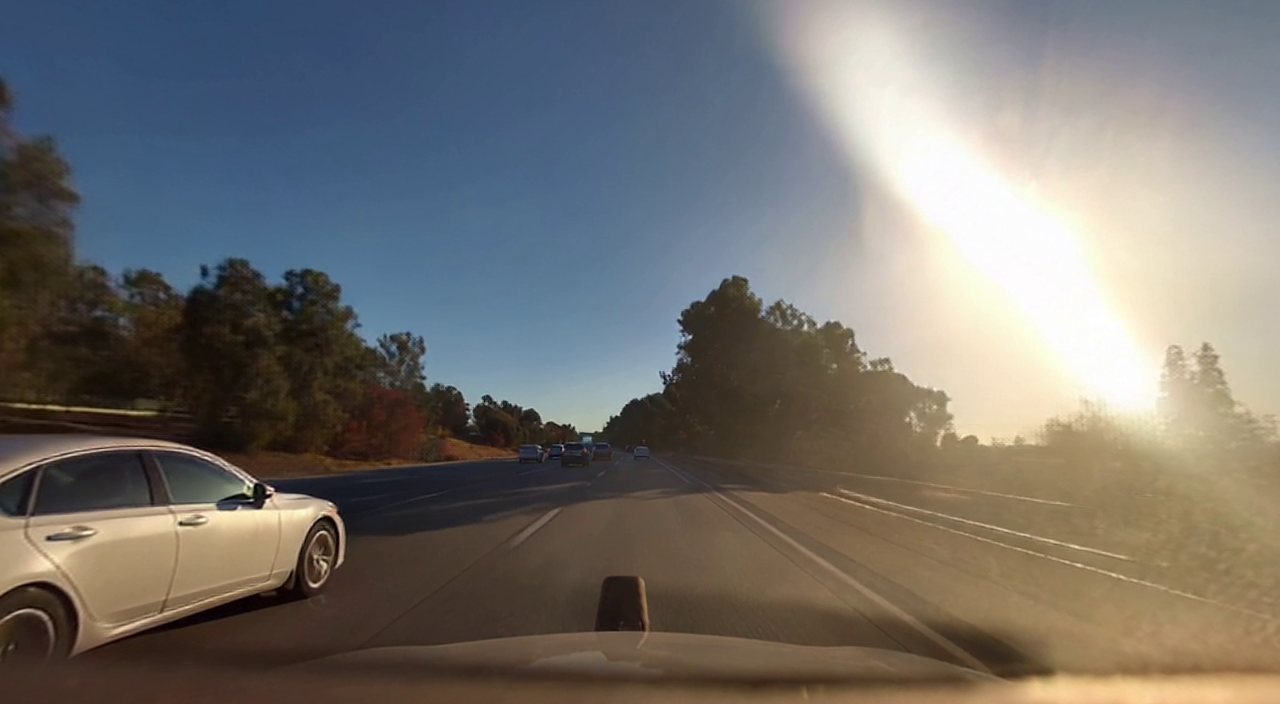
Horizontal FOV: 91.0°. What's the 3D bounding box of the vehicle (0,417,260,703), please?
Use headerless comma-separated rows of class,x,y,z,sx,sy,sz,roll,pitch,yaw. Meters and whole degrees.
vehicle,-3.986,1.012,2.649,1.965,1.485,4.460,0,-9,0

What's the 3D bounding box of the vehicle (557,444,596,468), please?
vehicle,-4.093,6.816,41.308,2.120,1.458,4.031,0,-9,1
